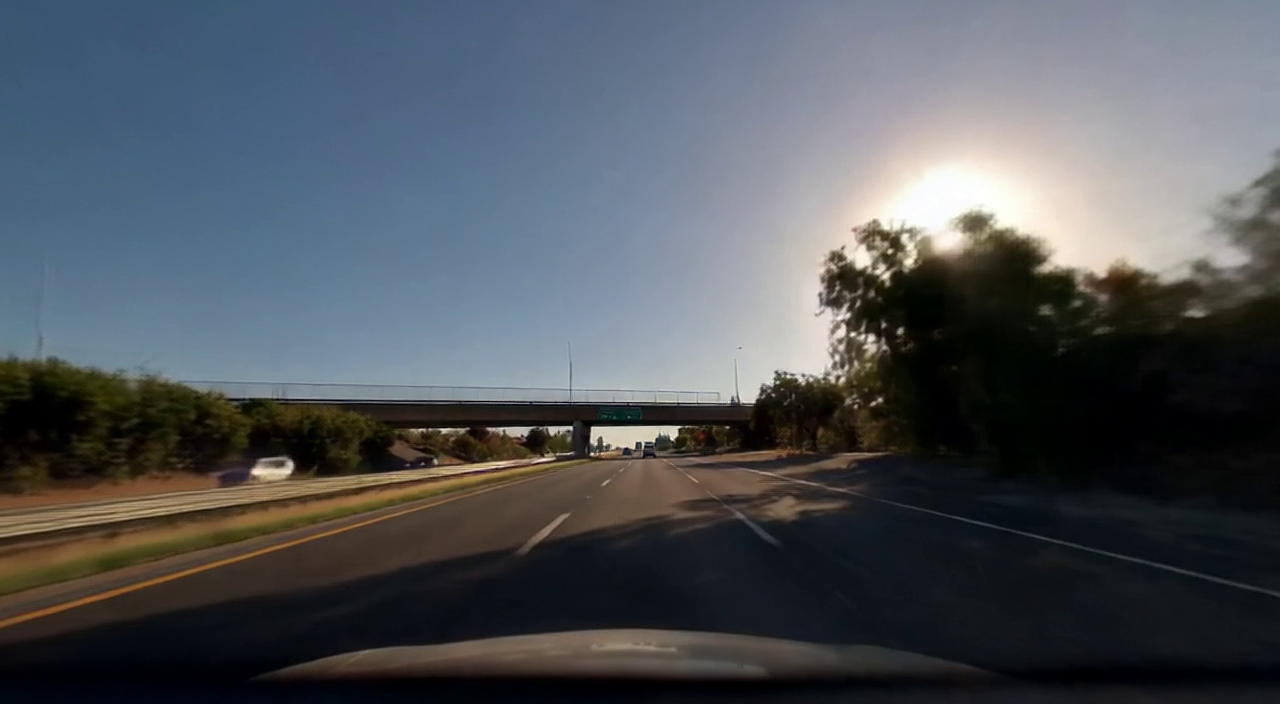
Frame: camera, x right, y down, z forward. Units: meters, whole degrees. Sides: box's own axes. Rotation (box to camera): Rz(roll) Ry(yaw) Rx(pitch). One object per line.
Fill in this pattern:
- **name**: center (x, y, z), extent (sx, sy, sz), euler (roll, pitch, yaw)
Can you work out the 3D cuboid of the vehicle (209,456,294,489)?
- **vehicle**: center (-20.853, 6.471, 34.073), extent (1.841, 1.547, 4.275), euler (-1, -9, 1)
